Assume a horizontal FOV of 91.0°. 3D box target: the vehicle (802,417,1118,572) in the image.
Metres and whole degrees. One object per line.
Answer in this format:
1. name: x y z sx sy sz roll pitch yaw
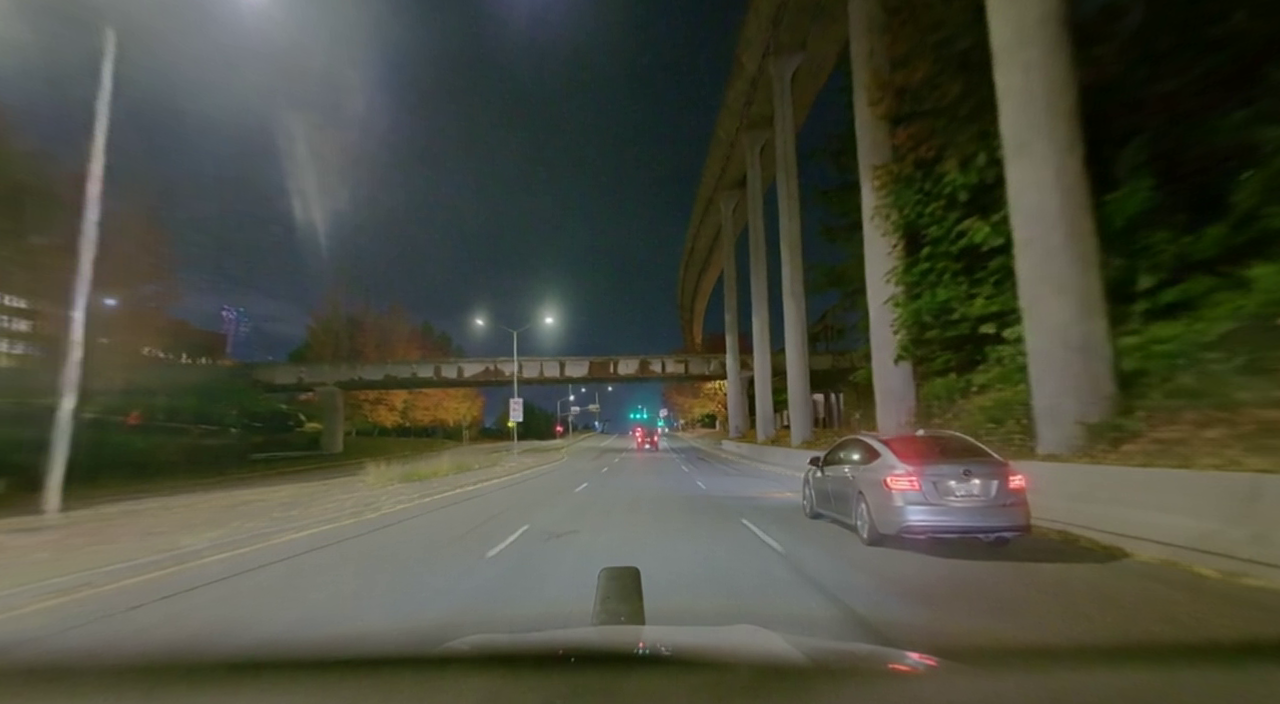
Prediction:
1. vehicle: 3.813 1.786 8.648 2.063 1.542 4.420 -1 -9 1
